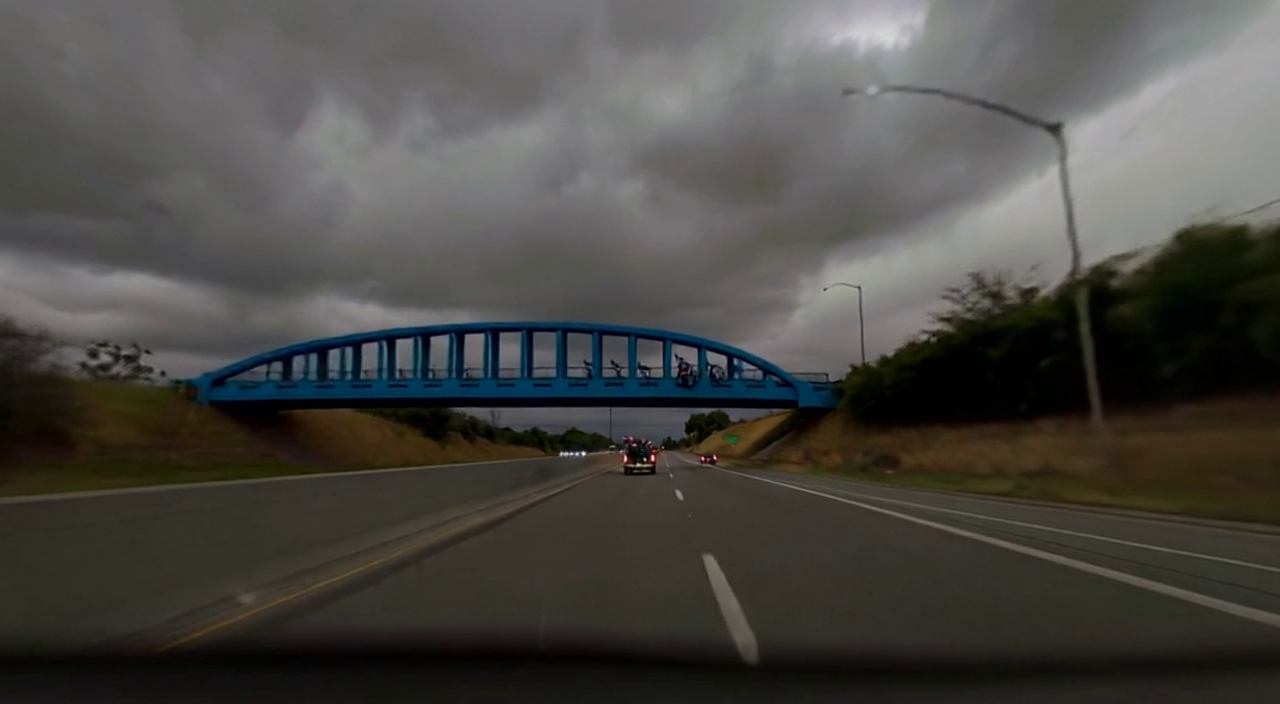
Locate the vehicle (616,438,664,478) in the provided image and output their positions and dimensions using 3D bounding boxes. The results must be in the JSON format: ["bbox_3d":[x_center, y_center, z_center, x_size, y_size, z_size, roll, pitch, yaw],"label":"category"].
[{"bbox_3d":[0.061,5.657,33.829,2.369,1.948,5.343,0,-9,2],"label":"vehicle"}]
